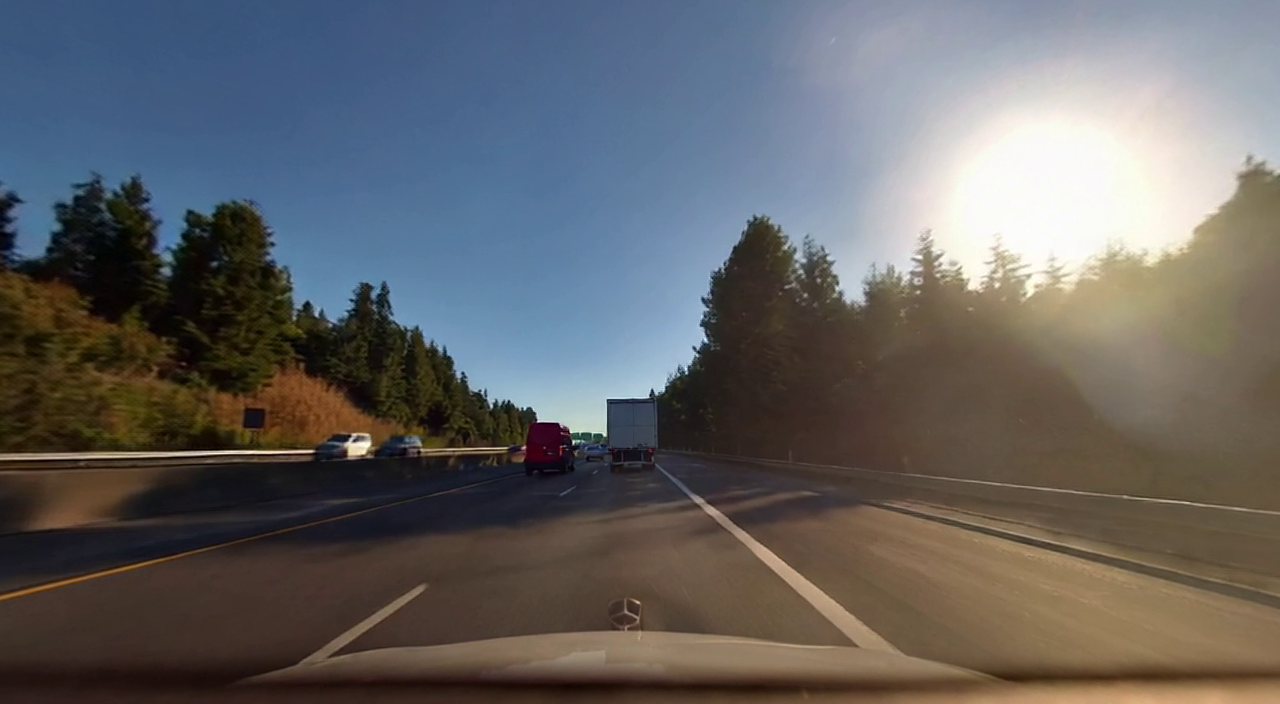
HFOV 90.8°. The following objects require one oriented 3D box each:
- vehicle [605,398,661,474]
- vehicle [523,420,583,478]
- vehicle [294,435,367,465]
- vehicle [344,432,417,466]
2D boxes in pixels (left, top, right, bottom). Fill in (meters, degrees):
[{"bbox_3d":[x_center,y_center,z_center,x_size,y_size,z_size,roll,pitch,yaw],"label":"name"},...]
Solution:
[{"bbox_3d":[-0.388,5.288,38.995,2.995,4.036,10.311,0,-9,0],"label":"vehicle"},{"bbox_3d":[-4.482,5.146,33.516,2.357,2.786,6.144,0,-9,-1],"label":"vehicle"},{"bbox_3d":[-17.551,5.606,36.057,1.939,1.570,4.478,0,-9,0],"label":"vehicle"},{"bbox_3d":[-13.482,5.094,33.105,2.028,1.658,4.256,0,-9,-1],"label":"vehicle"}]
